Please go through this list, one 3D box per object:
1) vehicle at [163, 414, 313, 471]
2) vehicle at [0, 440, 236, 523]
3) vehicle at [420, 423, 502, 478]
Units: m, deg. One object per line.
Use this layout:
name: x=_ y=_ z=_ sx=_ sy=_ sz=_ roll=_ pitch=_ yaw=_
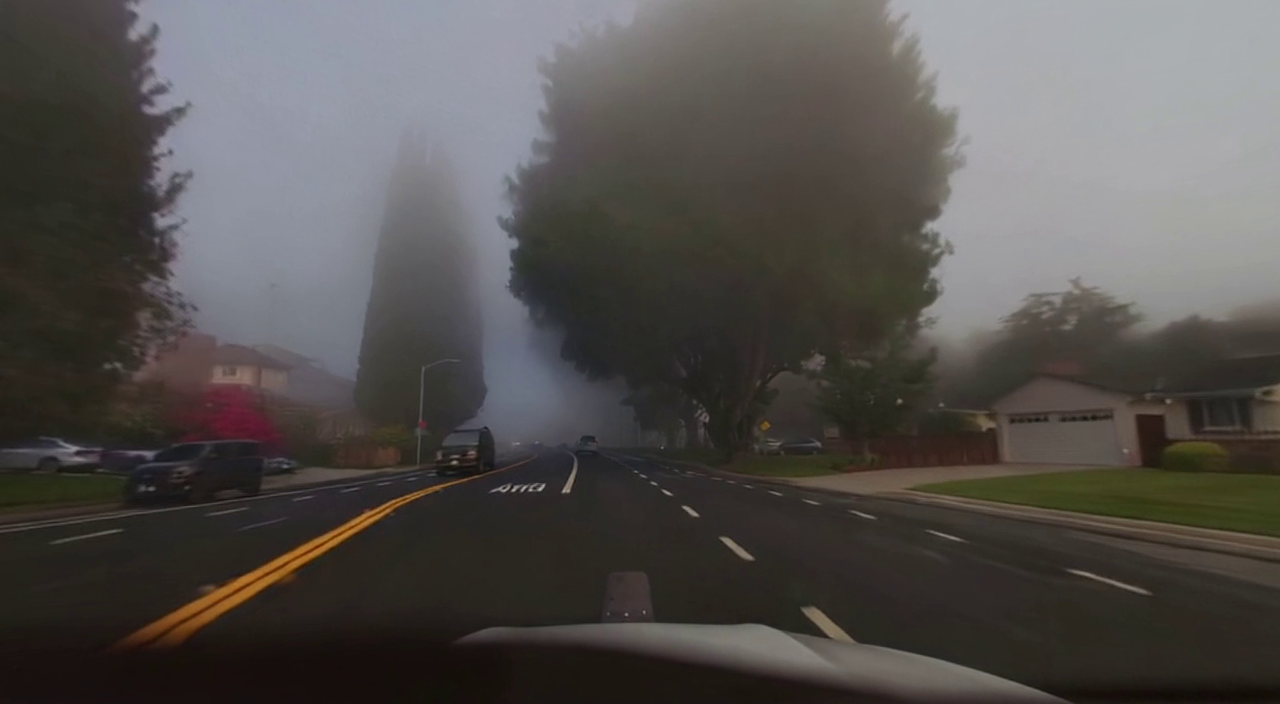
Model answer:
vehicle: x=-20.757 y=4.705 z=32.690 sx=6.474 sy=2.781 sz=2.364 roll=-1 pitch=-9 yaw=10
vehicle: x=-12.028 y=2.944 z=14.954 sx=1.881 sy=1.655 sz=4.177 roll=0 pitch=-8 yaw=3
vehicle: x=-7.332 y=4.100 z=26.368 sx=2.281 sy=2.069 sz=4.797 roll=1 pitch=-8 yaw=-4
